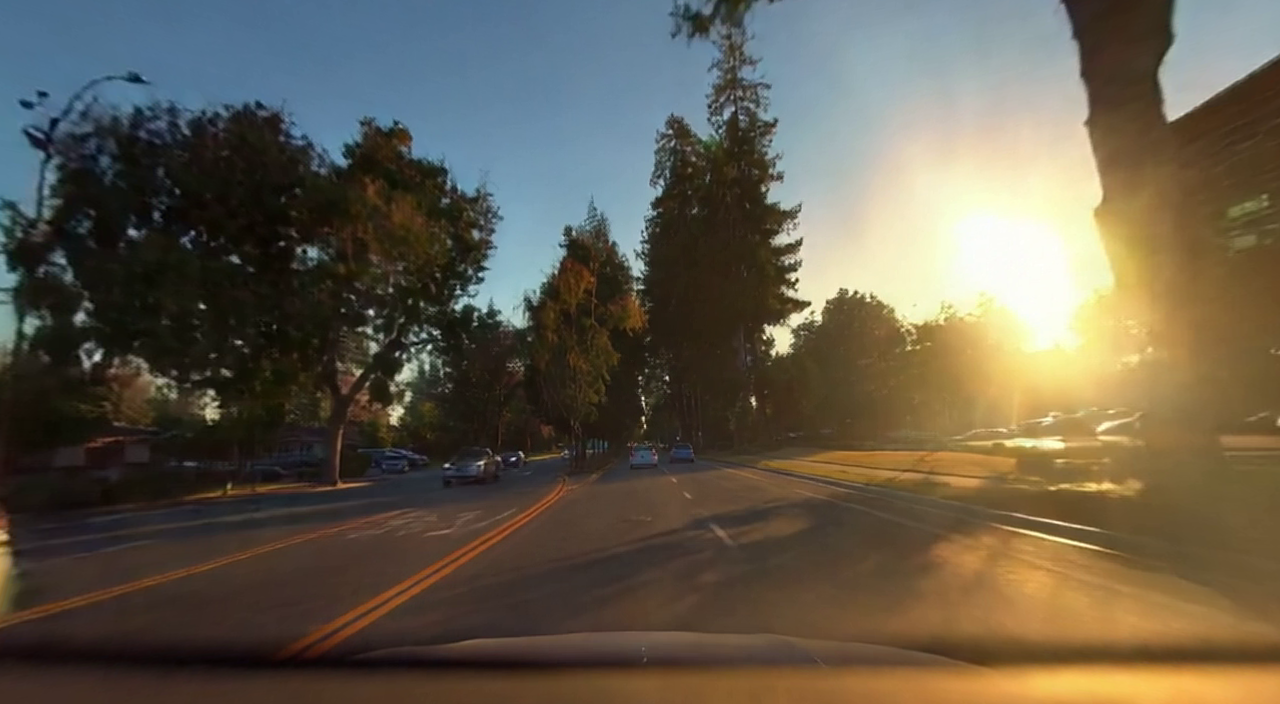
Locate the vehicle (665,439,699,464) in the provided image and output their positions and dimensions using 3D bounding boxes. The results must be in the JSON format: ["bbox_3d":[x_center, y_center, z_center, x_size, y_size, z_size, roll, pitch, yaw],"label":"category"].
[{"bbox_3d":[3.154,7.566,48.169,2.189,1.766,4.495,0,-8,-1],"label":"vehicle"}]

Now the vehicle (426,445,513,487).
[{"bbox_3d":[-6.616,4.477,25.111,2.081,1.477,4.760,0,-8,1],"label":"vehicle"}]

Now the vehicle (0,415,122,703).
[{"bbox_3d":[-4.049,0.809,1.342,2.014,1.487,4.591,0,-8,-1],"label":"vehicle"}]

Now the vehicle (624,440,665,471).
[{"bbox_3d":[0.220,5.717,35.112,2.109,1.612,3.963,0,-8,0],"label":"vehicle"}]
